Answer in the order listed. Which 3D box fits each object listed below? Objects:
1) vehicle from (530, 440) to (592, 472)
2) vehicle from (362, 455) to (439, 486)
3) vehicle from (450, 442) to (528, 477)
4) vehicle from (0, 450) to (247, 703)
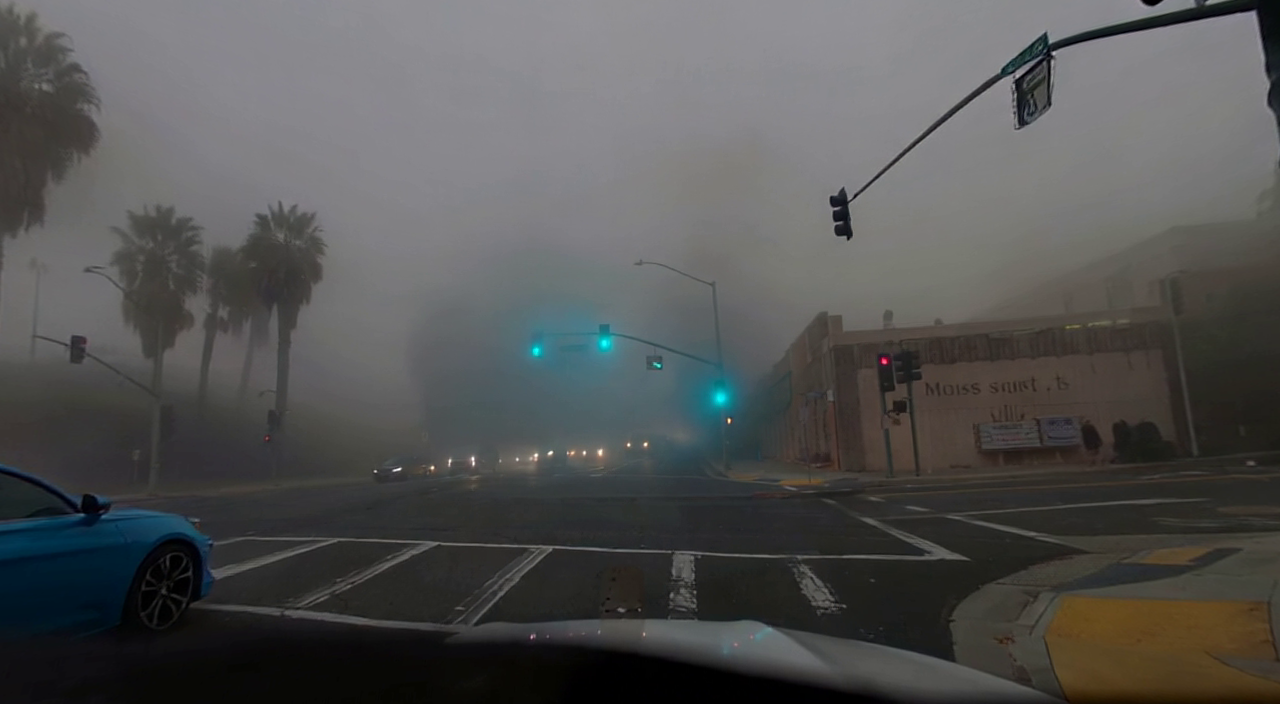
[{"bbox_3d":[-4.527,6.063,36.903,2.092,1.709,4.775,-2,-9,12],"label":"vehicle"},{"bbox_3d":[-12.657,6.260,33.723,1.880,1.440,4.418,-3,-9,9],"label":"vehicle"},{"bbox_3d":[-8.437,6.082,35.942,2.152,1.825,5.406,-2,-9,11],"label":"vehicle"},{"bbox_3d":[-3.698,1.024,2.248,1.850,1.325,4.295,0,-9,0],"label":"vehicle"}]
